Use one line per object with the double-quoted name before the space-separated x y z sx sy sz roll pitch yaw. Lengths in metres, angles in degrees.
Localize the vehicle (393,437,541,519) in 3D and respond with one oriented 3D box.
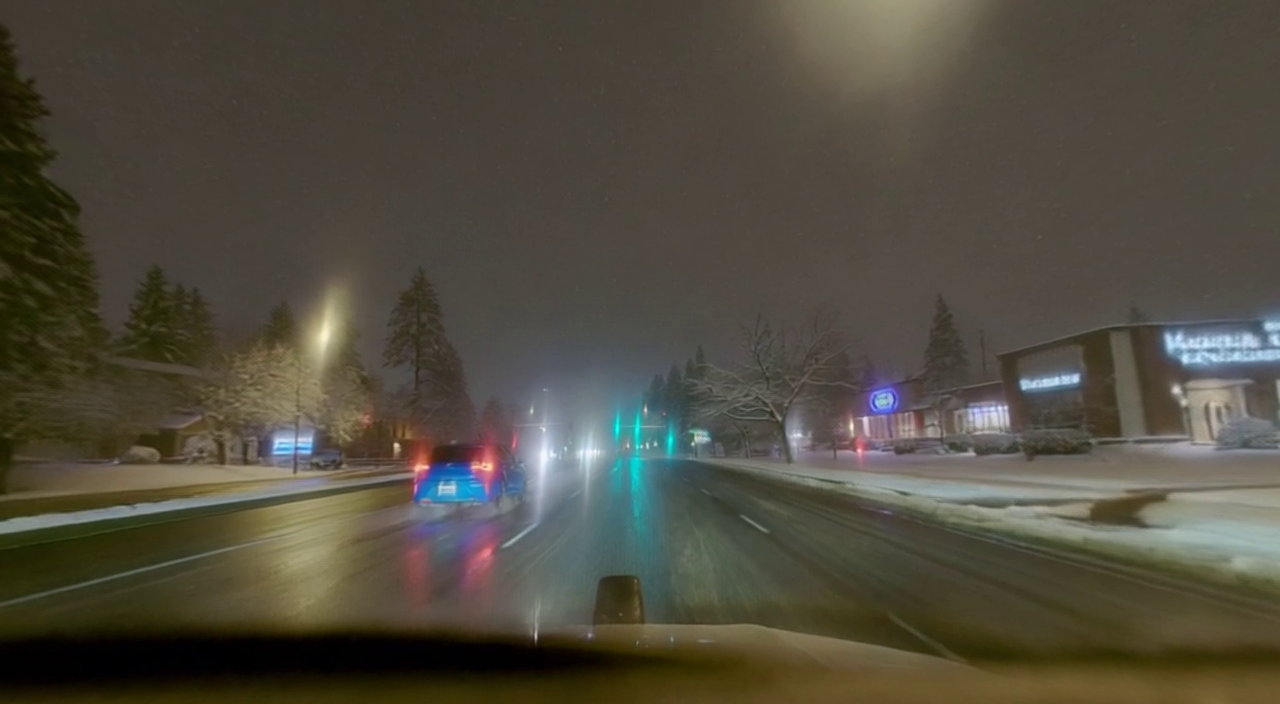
"vehicle" -3.484 2.600 13.646 2.005 1.477 4.169 0 -8 0
